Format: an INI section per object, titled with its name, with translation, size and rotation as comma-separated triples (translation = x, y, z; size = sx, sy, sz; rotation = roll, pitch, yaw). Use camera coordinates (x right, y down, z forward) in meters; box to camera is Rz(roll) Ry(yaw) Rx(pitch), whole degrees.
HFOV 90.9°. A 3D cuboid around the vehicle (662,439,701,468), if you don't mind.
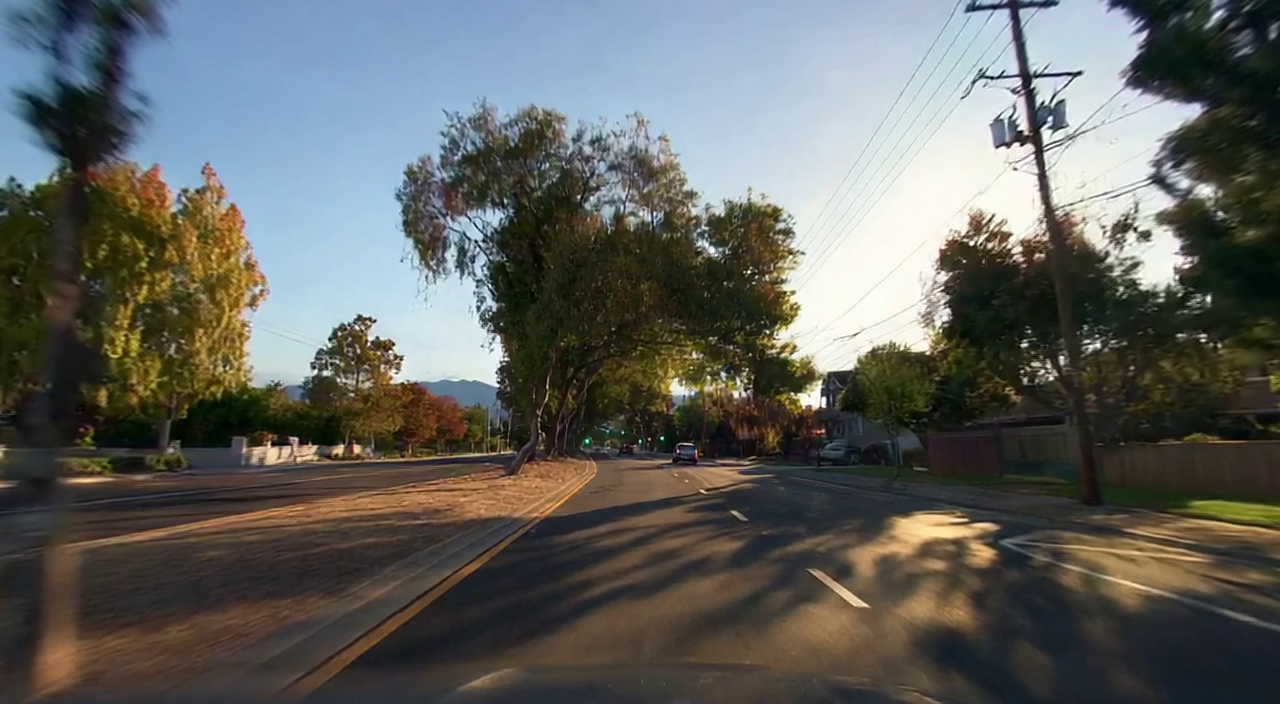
[vehicle]
translation = 2.686, 6.708, 42.005
size = 2.240, 1.781, 4.433
rotation = 0, -8, -1
